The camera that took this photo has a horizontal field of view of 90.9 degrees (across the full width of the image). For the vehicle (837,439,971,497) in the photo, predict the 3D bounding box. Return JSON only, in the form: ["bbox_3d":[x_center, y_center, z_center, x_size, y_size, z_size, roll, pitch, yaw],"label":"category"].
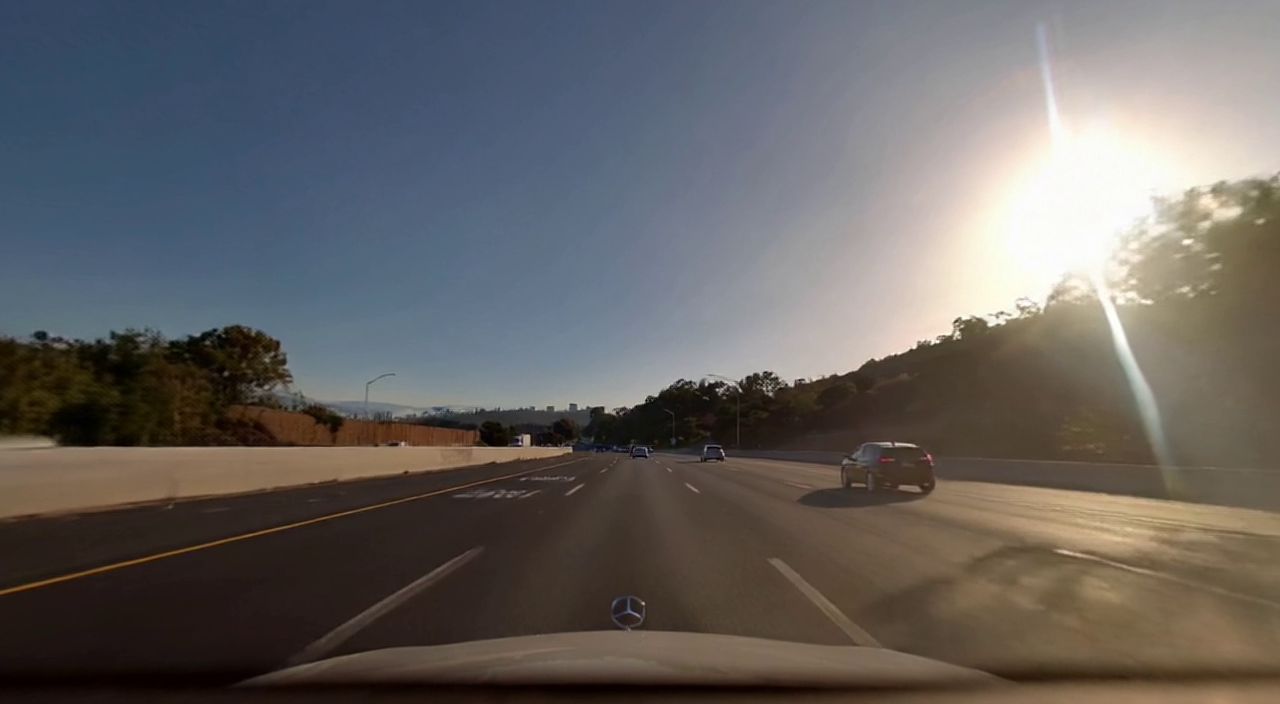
[{"bbox_3d":[7.799,3.451,19.231,2.031,1.524,4.657,0,-8,-1],"label":"vehicle"}]
